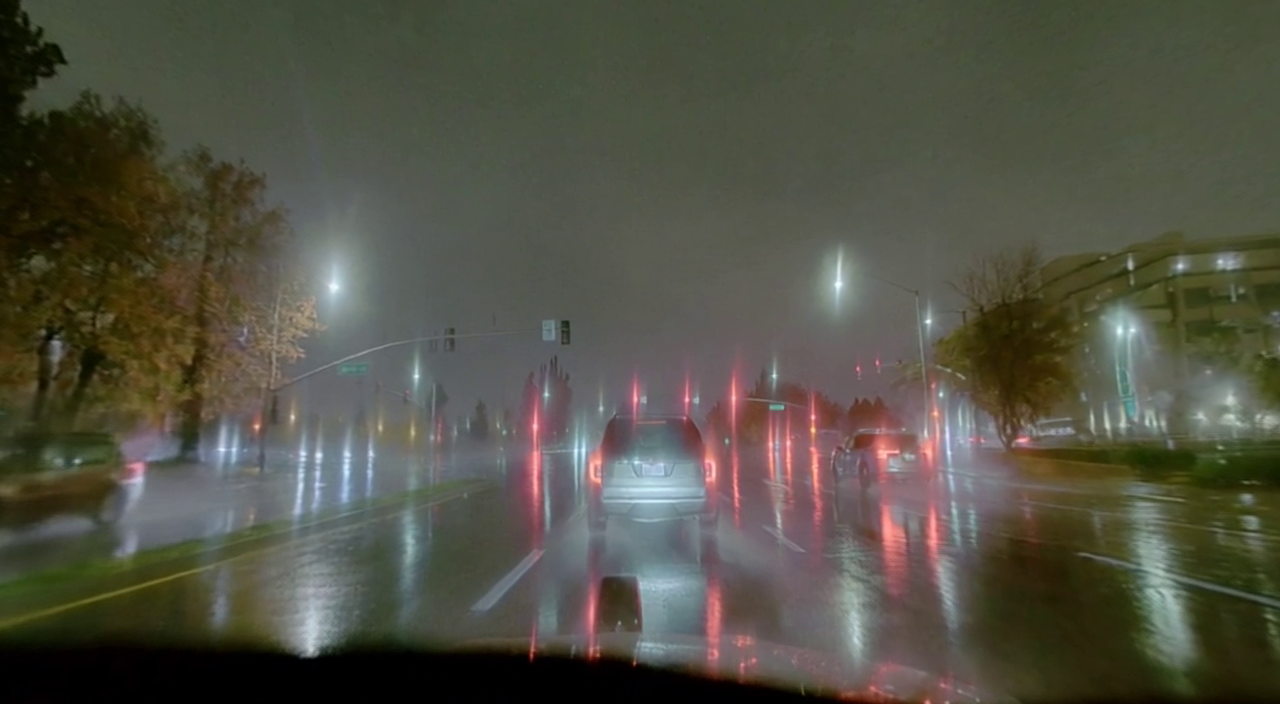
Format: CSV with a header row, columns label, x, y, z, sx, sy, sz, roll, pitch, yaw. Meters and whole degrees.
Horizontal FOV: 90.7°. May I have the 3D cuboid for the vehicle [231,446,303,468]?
label,x,y,z,sx,sy,sz,roll,pitch,yaw
vehicle,-27.634,7.755,46.922,4.100,1.567,1.868,0,-9,1

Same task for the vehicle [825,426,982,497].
label,x,y,z,sx,sy,sz,roll,pitch,yaw
vehicle,7.056,2.991,17.612,2.447,1.707,4.396,0,-9,0

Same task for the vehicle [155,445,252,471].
label,x,y,z,sx,sy,sz,roll,pitch,yaw
vehicle,-30.245,7.329,43.936,5.244,1.715,1.950,0,-9,1

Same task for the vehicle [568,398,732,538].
label,x,y,z,sx,sy,sz,roll,pitch,yaw
vehicle,0.213,1.957,11.205,2.267,1.926,4.708,0,-9,2

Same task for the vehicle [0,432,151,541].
label,x,y,z,sx,sy,sz,roll,pitch,yaw
vehicle,-10.843,2.163,10.380,2.209,1.627,4.582,1,-9,-5
